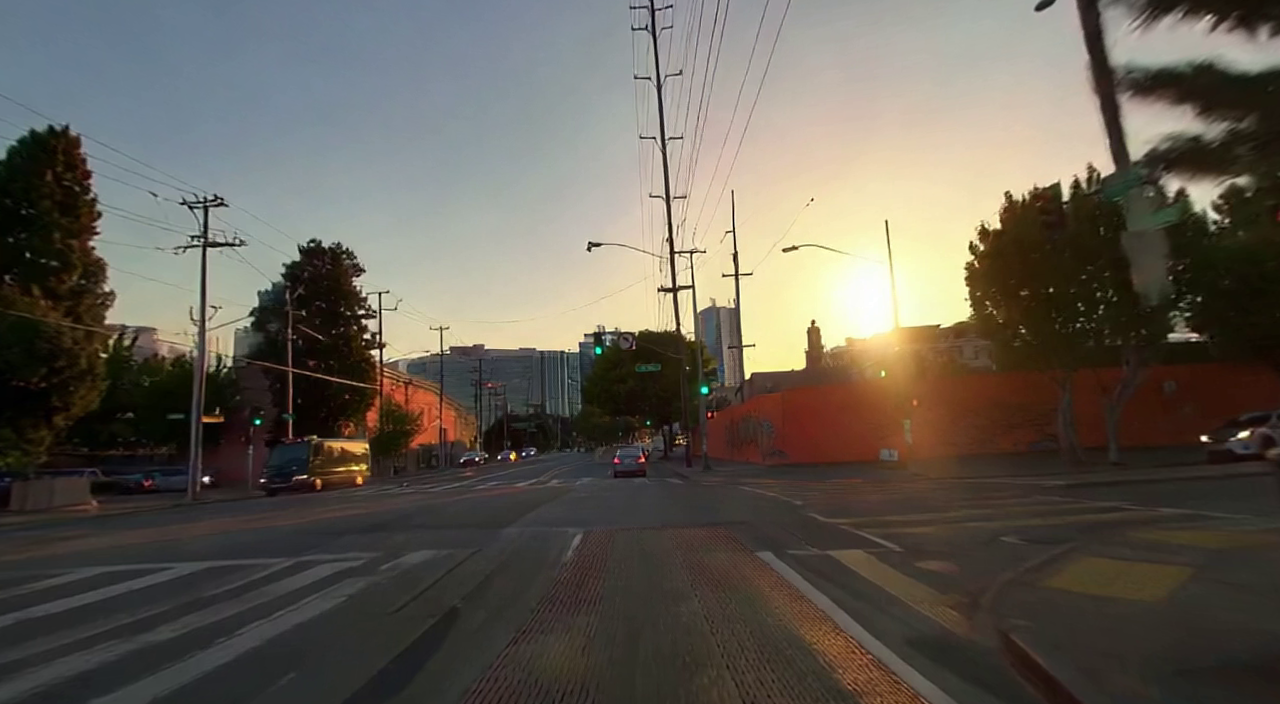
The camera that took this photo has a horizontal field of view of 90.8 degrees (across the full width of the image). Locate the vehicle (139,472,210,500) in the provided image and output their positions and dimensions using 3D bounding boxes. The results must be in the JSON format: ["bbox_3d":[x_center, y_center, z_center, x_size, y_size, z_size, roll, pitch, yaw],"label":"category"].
[{"bbox_3d":[-29.877,8.592,40.695,1.627,1.383,3.731,-5,-8,4],"label":"vehicle"}]

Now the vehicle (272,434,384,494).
[{"bbox_3d":[-15.765,5.650,32.556,2.356,2.730,6.606,0,-8,0],"label":"vehicle"}]

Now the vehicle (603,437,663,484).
[{"bbox_3d":[-0.276,4.091,24.117,2.105,1.611,3.750,0,-8,-1],"label":"vehicle"}]
